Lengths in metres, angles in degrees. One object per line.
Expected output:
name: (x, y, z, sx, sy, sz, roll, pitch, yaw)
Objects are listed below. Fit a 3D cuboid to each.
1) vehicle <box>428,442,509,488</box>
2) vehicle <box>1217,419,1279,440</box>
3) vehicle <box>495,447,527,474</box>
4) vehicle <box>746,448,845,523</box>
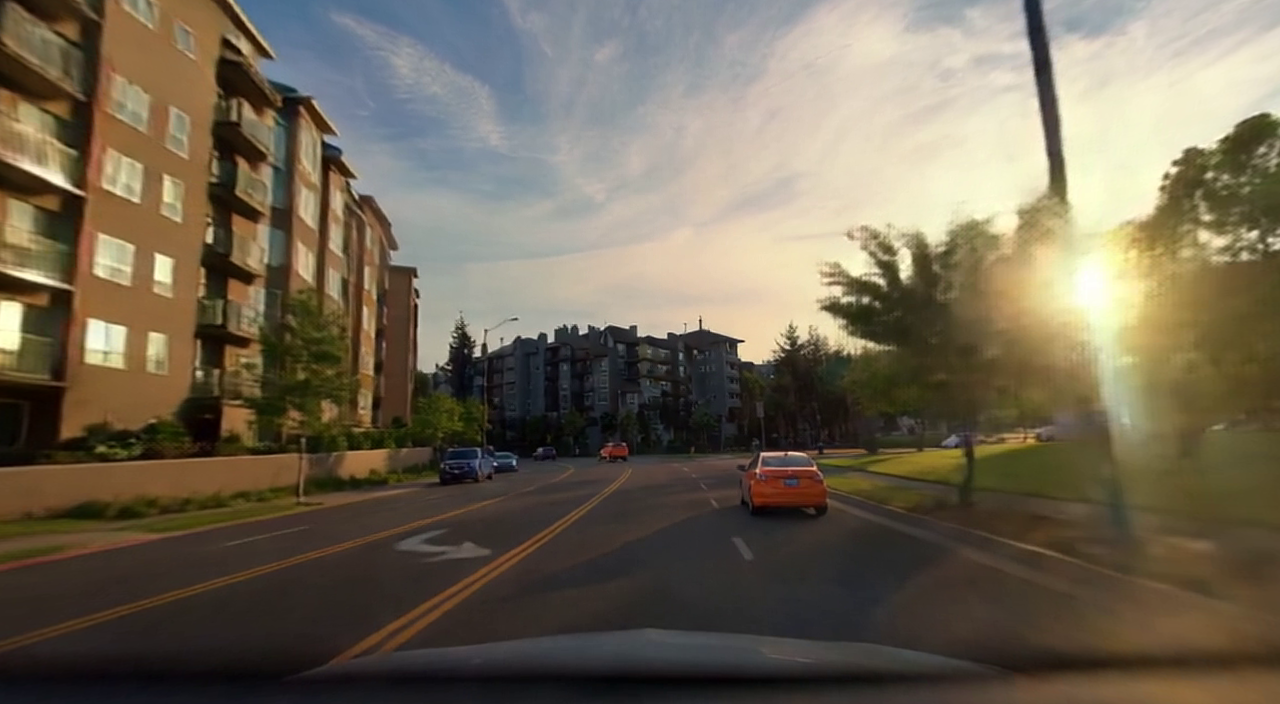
vehicle: (-8.261, 5.495, 30.925, 2.347, 1.846, 4.915, -6, -9, 2)
vehicle: (45.193, 5.647, 45.901, 4.494, 1.438, 1.996, -7, -11, 41)
vehicle: (-8.678, 7.317, 42.746, 1.994, 1.697, 4.436, 1, -9, -10)
vehicle: (3.051, 2.677, 12.818, 1.559, 1.351, 2.452, -1, -10, 5)
